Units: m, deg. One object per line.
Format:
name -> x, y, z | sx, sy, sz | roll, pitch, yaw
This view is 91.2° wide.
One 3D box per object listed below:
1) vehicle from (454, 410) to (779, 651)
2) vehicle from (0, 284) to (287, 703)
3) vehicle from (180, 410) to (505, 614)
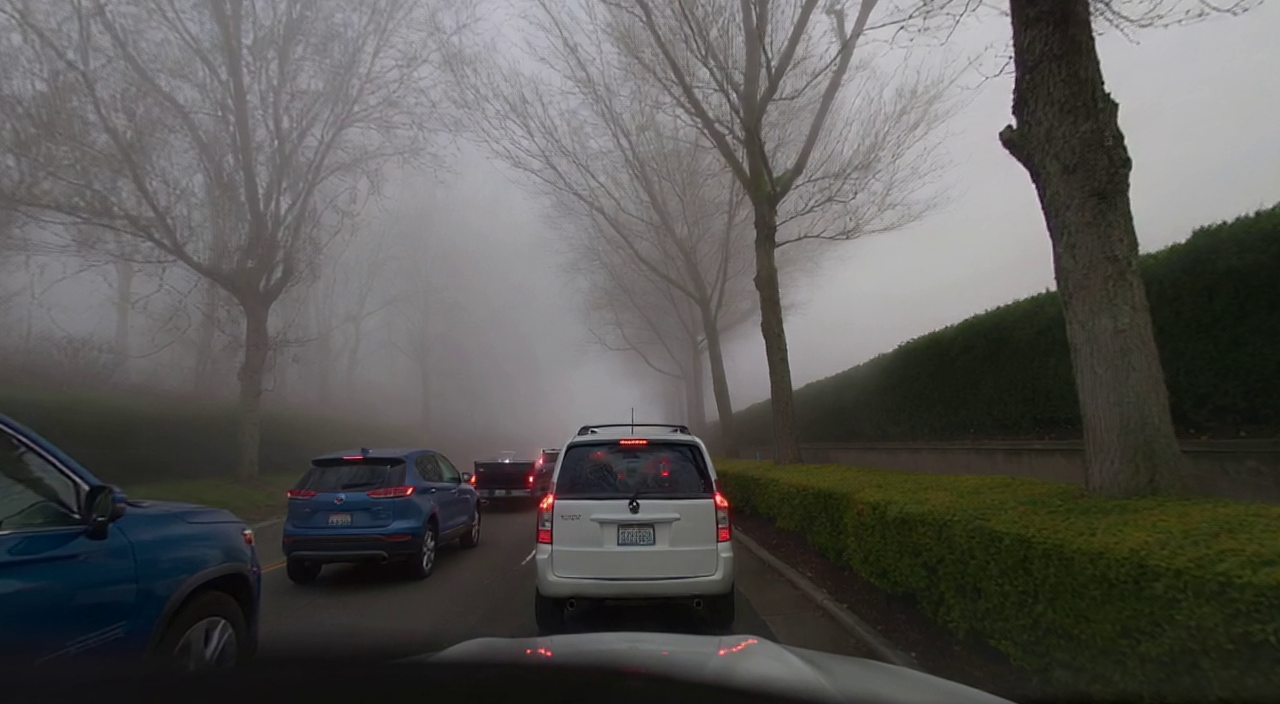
vehicle -> -0.178, 1.504, 6.257 | 2.154, 1.581, 4.007 | 0, -9, -1
vehicle -> -3.282, 0.684, 1.265 | 2.205, 1.913, 5.327 | -6, -8, -2
vehicle -> -3.406, 1.866, 8.336 | 2.256, 1.728, 4.421 | -6, -8, -2
